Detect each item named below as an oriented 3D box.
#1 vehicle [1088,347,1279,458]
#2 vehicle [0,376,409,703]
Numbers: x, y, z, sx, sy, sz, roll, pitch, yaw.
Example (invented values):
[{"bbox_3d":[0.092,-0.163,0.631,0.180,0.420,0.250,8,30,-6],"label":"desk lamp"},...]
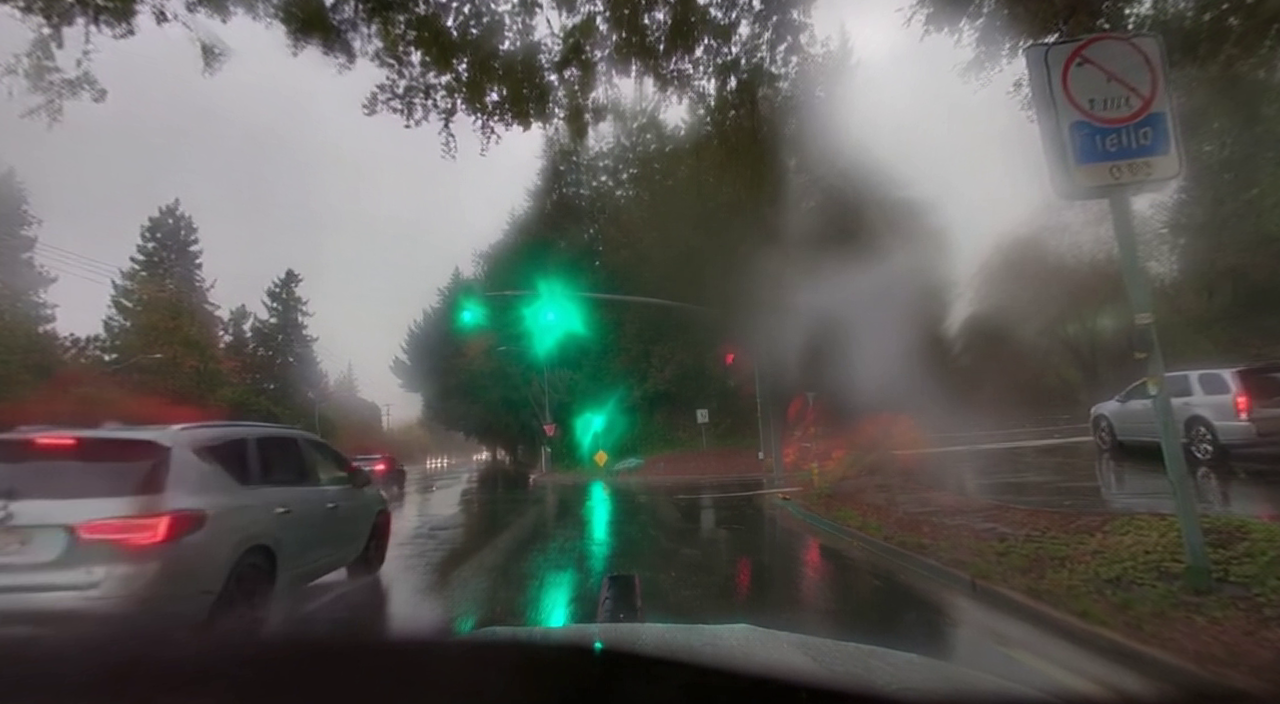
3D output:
[{"bbox_3d":[10.667,1.061,11.631,1.855,1.669,4.529,-1,-9,6],"label":"vehicle"},{"bbox_3d":[-3.538,1.273,4.838,2.134,1.707,4.471,0,-8,-5],"label":"vehicle"}]
